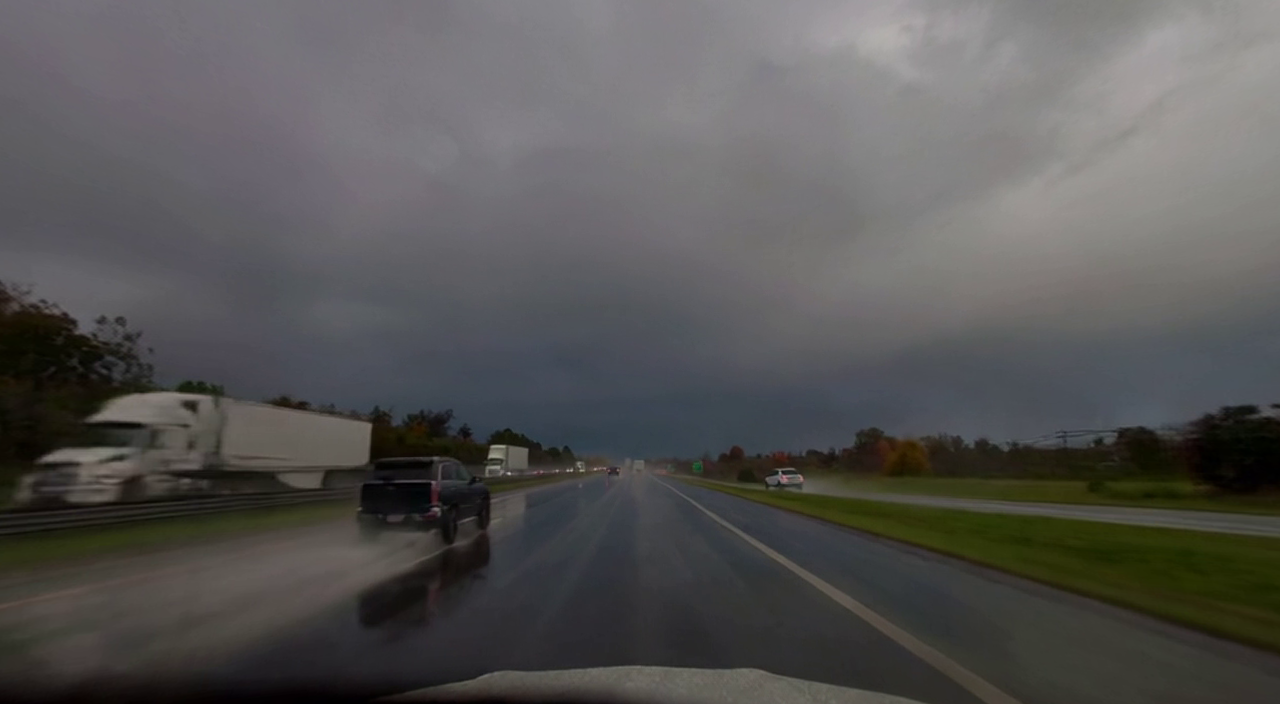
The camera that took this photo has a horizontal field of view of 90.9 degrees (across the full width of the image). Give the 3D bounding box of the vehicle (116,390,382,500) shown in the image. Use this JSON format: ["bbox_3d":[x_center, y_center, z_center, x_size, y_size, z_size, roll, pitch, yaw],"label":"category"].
[{"bbox_3d":[-16.877,4.617,29.667,3.233,3.890,14.257,1,-11,1],"label":"vehicle"}]

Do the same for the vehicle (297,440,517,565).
[{"bbox_3d":[-3.580,2.448,10.826,1.912,1.631,4.672,1,-11,1],"label":"vehicle"}]

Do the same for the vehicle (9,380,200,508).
[{"bbox_3d":[-16.883,2.960,20.169,3.162,3.730,2.809,1,-10,0],"label":"vehicle"}]

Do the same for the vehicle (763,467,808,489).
[{"bbox_3d":[10.935,9.505,47.642,1.993,1.512,4.314,2,-11,-5],"label":"vehicle"}]
